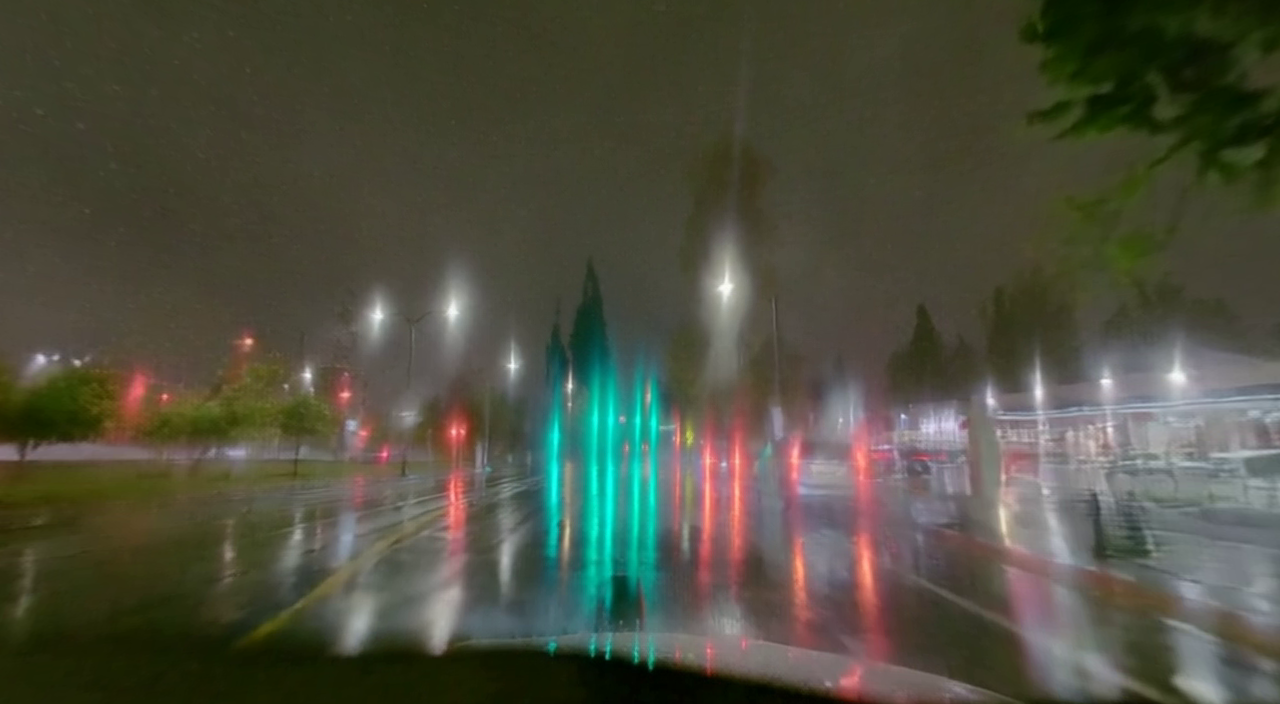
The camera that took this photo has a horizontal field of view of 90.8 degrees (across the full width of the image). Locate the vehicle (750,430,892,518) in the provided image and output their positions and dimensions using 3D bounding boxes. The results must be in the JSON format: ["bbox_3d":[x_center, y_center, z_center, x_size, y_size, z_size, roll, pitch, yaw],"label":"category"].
[{"bbox_3d":[4.051,2.805,15.040,1.957,1.753,4.413,0,-8,-2],"label":"vehicle"}]

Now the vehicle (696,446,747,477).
[{"bbox_3d":[4.141,5.616,32.605,1.856,1.462,4.501,1,-8,-2],"label":"vehicle"}]
